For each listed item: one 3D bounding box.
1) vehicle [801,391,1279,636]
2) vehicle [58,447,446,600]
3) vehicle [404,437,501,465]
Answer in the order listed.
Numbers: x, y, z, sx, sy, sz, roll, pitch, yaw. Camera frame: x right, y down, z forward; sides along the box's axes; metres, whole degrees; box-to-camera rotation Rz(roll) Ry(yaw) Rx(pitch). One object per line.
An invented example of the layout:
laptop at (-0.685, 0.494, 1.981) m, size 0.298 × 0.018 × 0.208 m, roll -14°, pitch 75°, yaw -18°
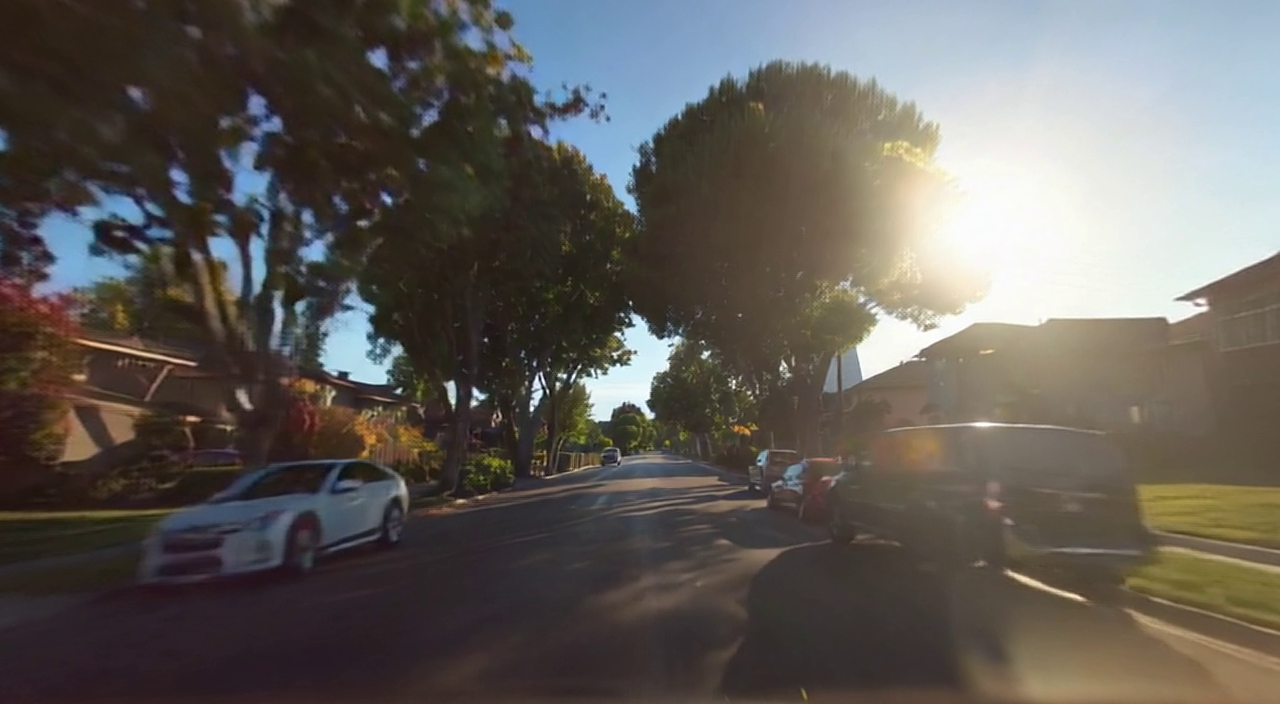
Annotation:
vehicle at (3.939, 1.707, 7.914) m, size 2.350 × 1.912 × 5.696 m, roll 0°, pitch -9°, yaw 0°
vehicle at (-4.426, 2.038, 8.327) m, size 2.234 × 1.377 × 4.413 m, roll -2°, pitch -10°, yaw 1°
vehicle at (-12.797, 6.827, 43.463) m, size 5.863 × 1.773 × 2.451 m, roll 0°, pitch -10°, yaw -3°
